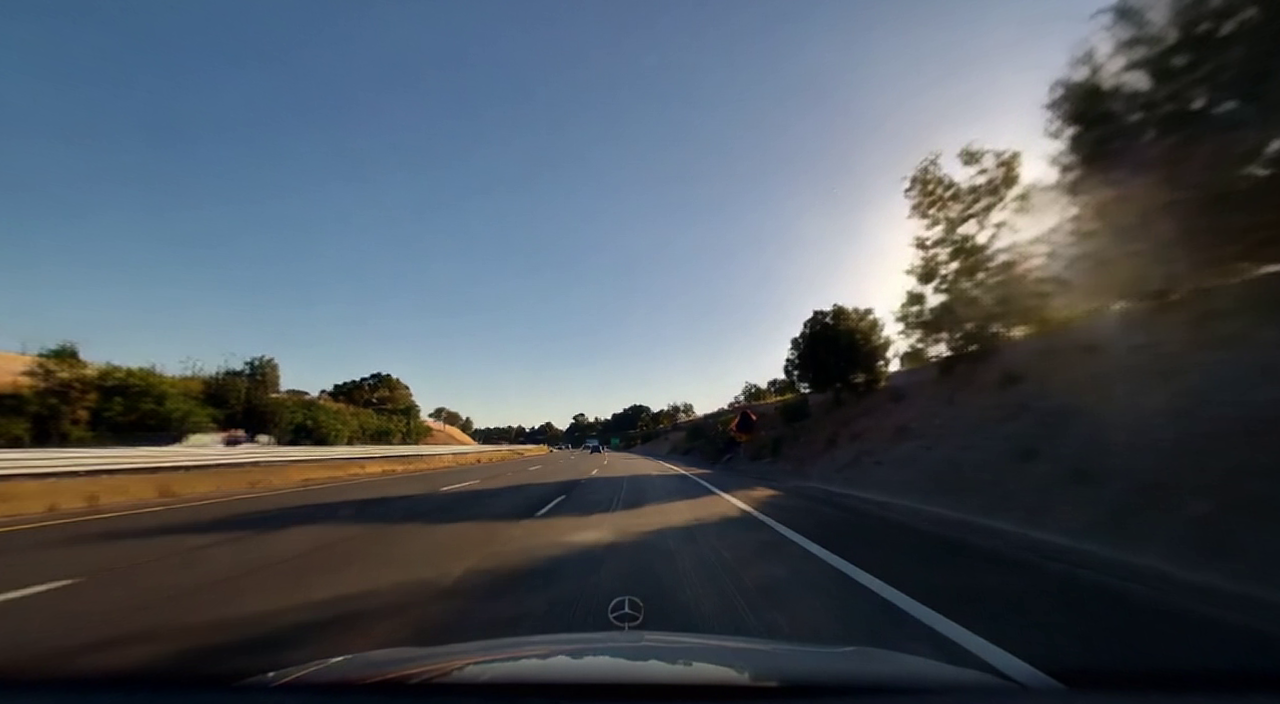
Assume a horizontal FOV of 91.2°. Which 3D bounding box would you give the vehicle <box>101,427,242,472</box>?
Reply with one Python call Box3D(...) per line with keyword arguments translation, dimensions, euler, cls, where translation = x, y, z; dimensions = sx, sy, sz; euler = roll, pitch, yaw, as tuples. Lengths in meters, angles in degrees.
Box3D(translation=(-17.469, 3.681, 23.739), dimensions=(2.032, 1.520, 4.280), euler=(0, -9, 0), cls="vehicle")
